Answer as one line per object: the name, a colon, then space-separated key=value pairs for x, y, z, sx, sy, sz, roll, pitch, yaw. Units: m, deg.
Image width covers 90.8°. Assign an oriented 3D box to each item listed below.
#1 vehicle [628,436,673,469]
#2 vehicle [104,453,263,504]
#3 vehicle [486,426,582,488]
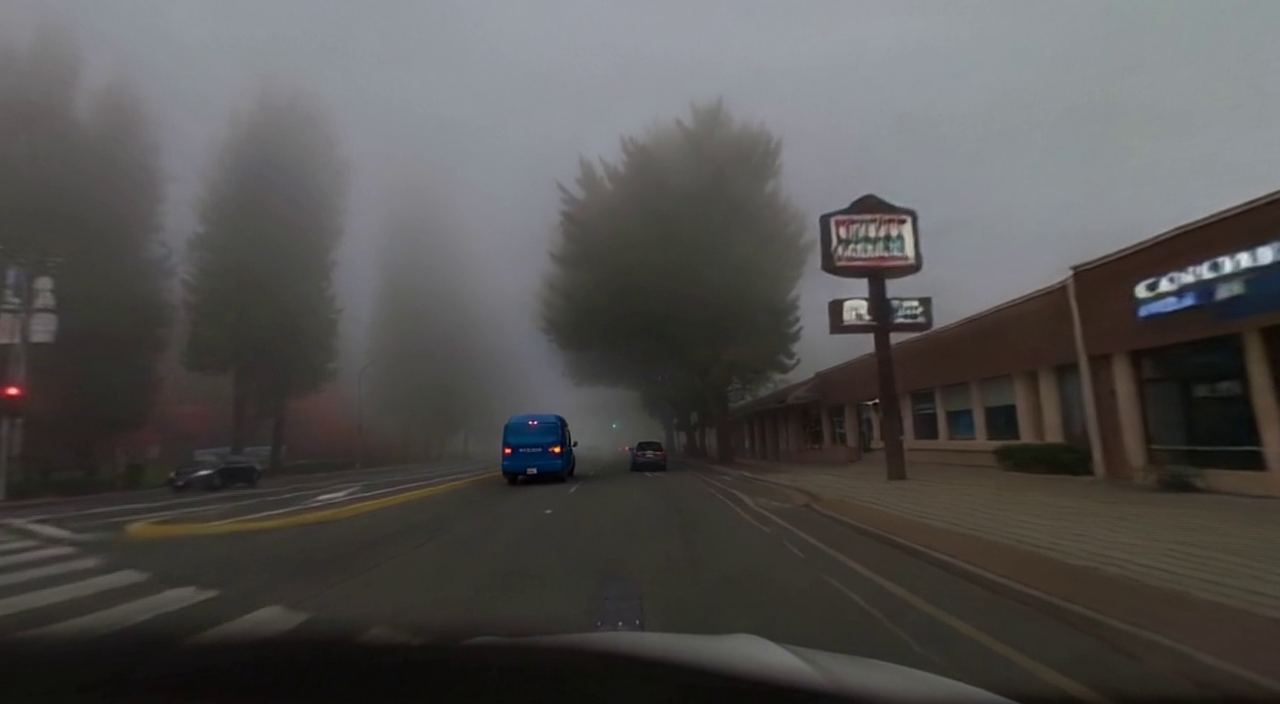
vehicle: x=0.469 y=4.943 z=31.242 sx=2.103 sy=1.487 sz=4.101 roll=0 pitch=-9 yaw=-1
vehicle: x=-15.846 y=4.384 z=22.359 sx=1.912 sy=1.432 sz=5.070 roll=-3 pitch=-9 yaw=0
vehicle: x=-3.346 y=3.468 z=21.146 sx=2.464 sy=1.777 sz=5.128 roll=0 pitch=-9 yaw=-2
